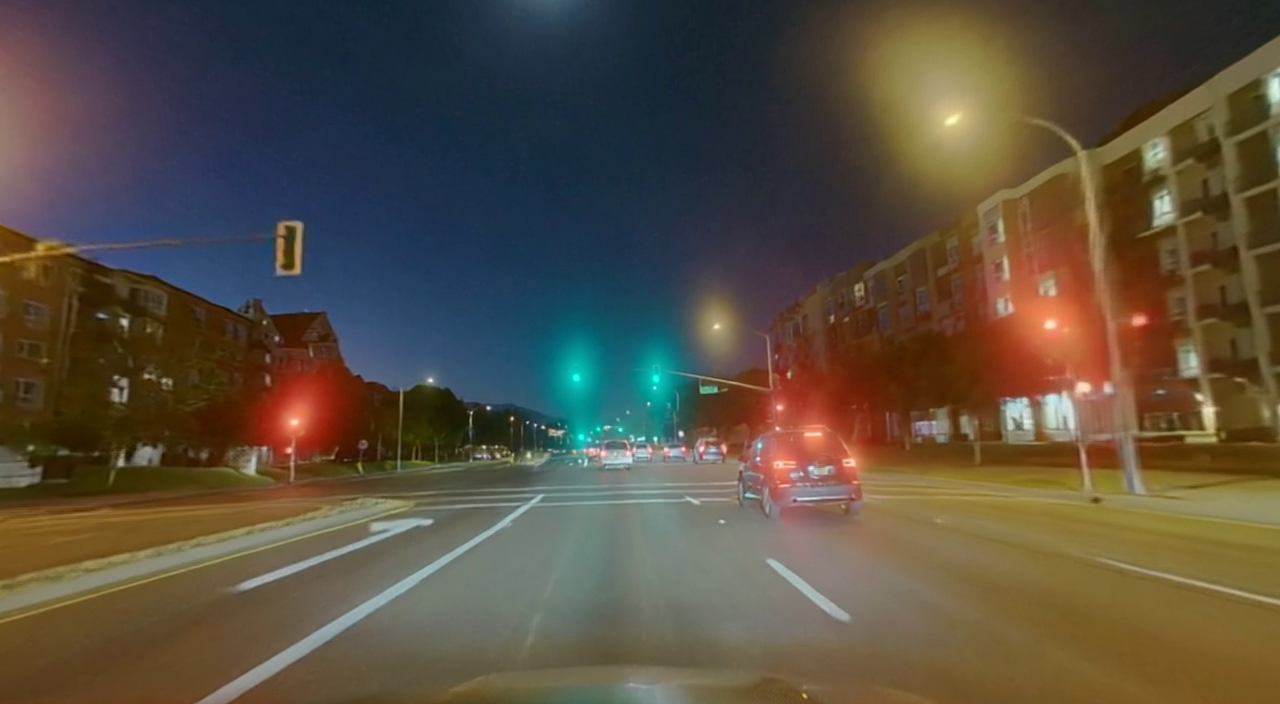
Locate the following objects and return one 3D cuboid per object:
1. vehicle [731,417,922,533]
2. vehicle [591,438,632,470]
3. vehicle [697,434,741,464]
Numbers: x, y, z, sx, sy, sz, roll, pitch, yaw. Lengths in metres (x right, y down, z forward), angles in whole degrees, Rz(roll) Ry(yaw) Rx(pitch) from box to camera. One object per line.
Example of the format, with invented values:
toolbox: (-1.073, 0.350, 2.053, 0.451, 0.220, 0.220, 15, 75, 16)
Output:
vehicle: (3.095, 2.159, 11.698, 1.893, 1.664, 4.670, 0, -8, -3)
vehicle: (-1.513, 5.563, 34.606, 2.101, 1.641, 4.341, 0, -8, -2)
vehicle: (5.398, 6.738, 43.964, 2.052, 1.886, 5.297, 0, -8, -4)
